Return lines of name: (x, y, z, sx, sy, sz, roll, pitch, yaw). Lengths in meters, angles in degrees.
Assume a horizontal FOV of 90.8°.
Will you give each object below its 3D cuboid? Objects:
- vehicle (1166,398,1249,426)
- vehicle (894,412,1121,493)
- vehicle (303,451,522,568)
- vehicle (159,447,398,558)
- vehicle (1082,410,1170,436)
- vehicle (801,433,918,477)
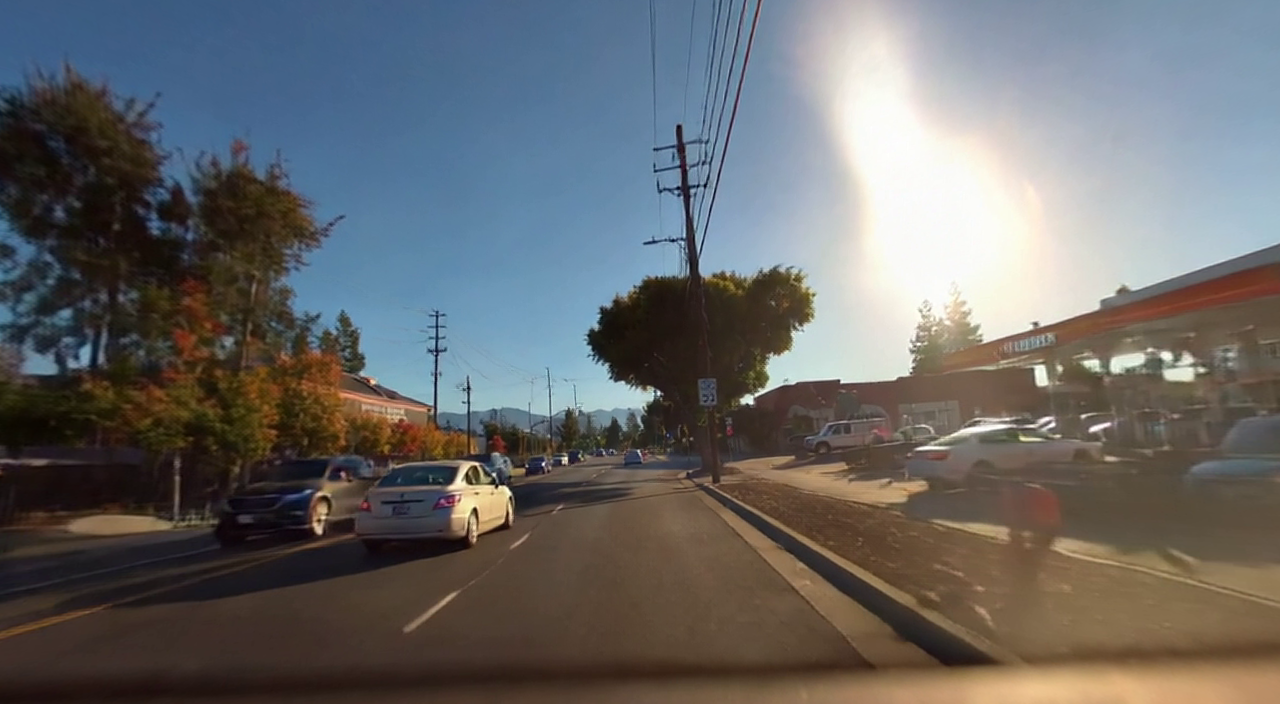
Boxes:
vehicle: (42.034, 4.504, 46.944, 1.910, 1.756, 4.428, -2, -9, 0)
vehicle: (8.194, 2.210, 14.071, 4.713, 1.518, 2.035, 4, -10, -27)
vehicle: (-3.359, 2.384, 10.408, 1.943, 1.455, 4.414, 0, -8, 0)
vehicle: (-6.778, 2.799, 12.697, 1.877, 1.742, 4.919, 0, -8, 0)
vehicle: (31.237, 4.599, 40.702, 1.760, 1.510, 4.095, 7, -11, -41)
vehicle: (7.970, 3.700, 22.897, 4.000, 1.440, 1.746, 5, -10, -30)
